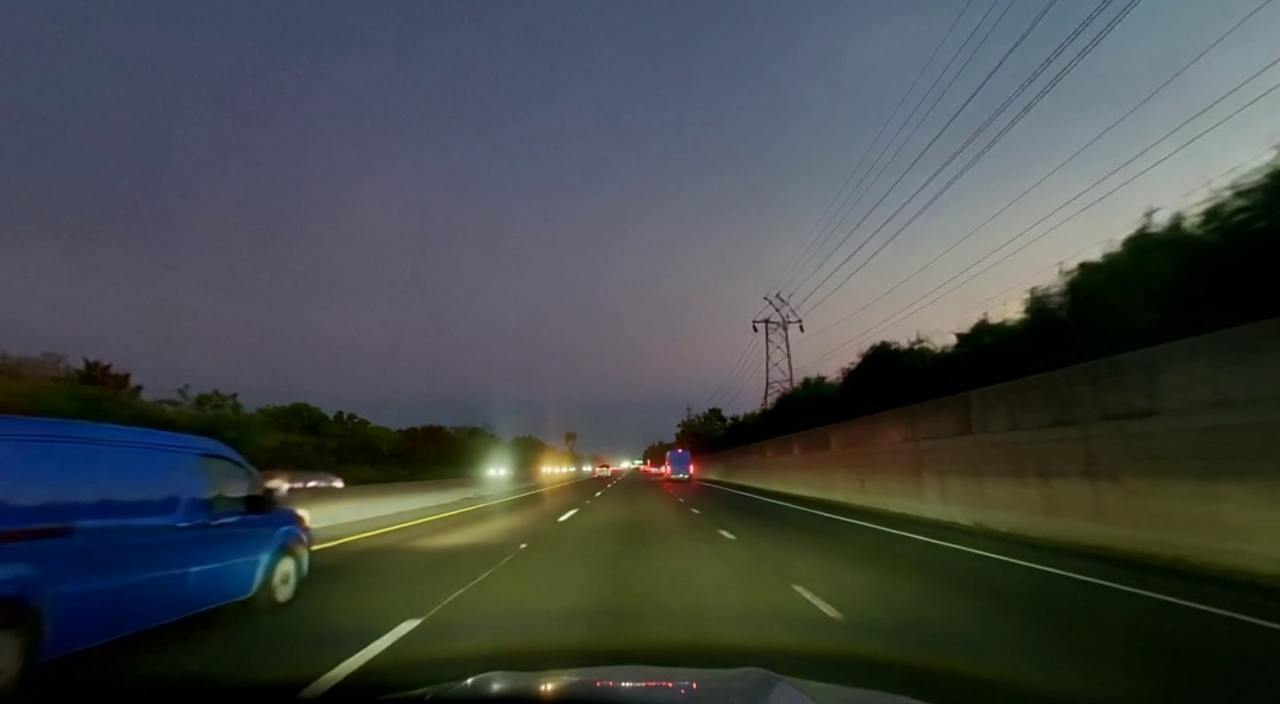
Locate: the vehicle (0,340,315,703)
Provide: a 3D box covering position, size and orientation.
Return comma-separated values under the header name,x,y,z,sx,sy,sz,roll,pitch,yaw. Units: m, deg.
name,x,y,z,sx,sy,sz,roll,pitch,yaw
vehicle,-3.776,0.851,2.759,2.153,1.756,4.730,1,-11,0
